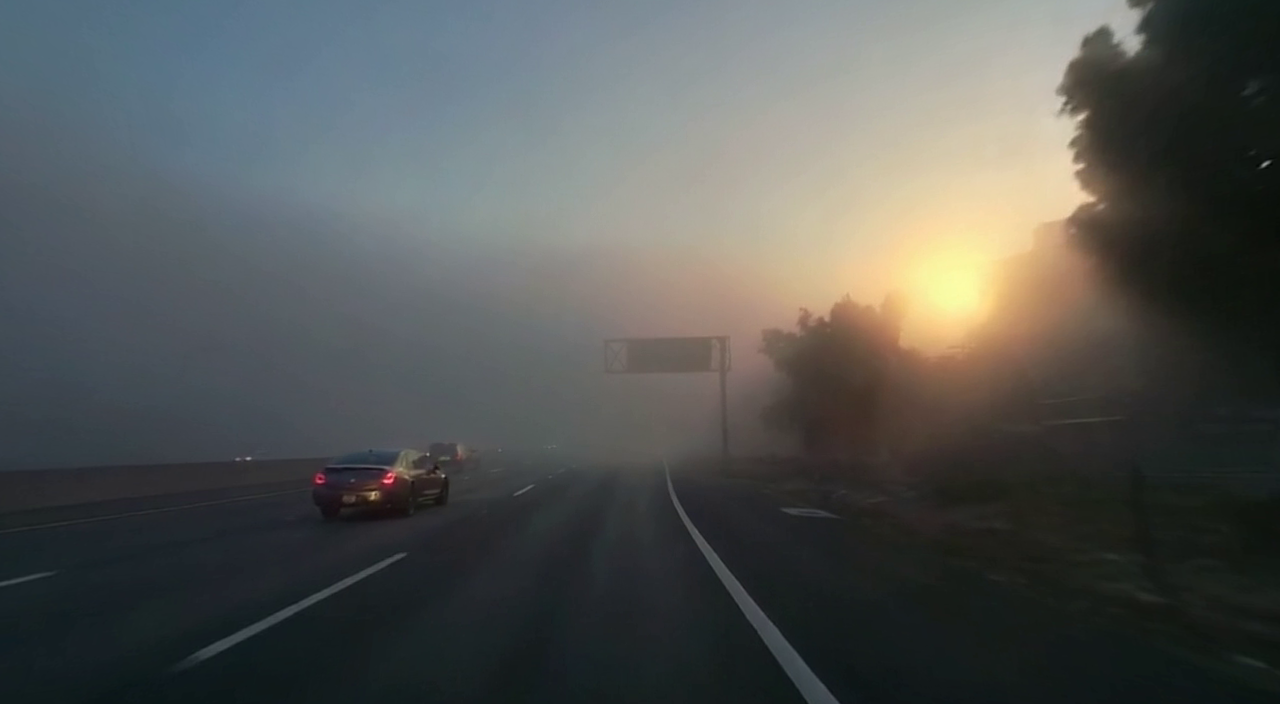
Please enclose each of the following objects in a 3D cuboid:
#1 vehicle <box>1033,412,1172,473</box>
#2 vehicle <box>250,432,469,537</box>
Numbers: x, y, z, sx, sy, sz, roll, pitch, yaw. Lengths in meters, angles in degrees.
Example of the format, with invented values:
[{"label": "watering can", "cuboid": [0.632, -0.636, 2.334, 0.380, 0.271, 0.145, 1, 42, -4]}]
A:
[{"label": "vehicle", "cuboid": [29.380, 5.836, 40.626, 2.871, 3.501, 6.846, 0, -9, -9]}, {"label": "vehicle", "cuboid": [-4.671, 2.260, 11.492, 1.940, 1.479, 4.777, 0, -9, -2]}]
